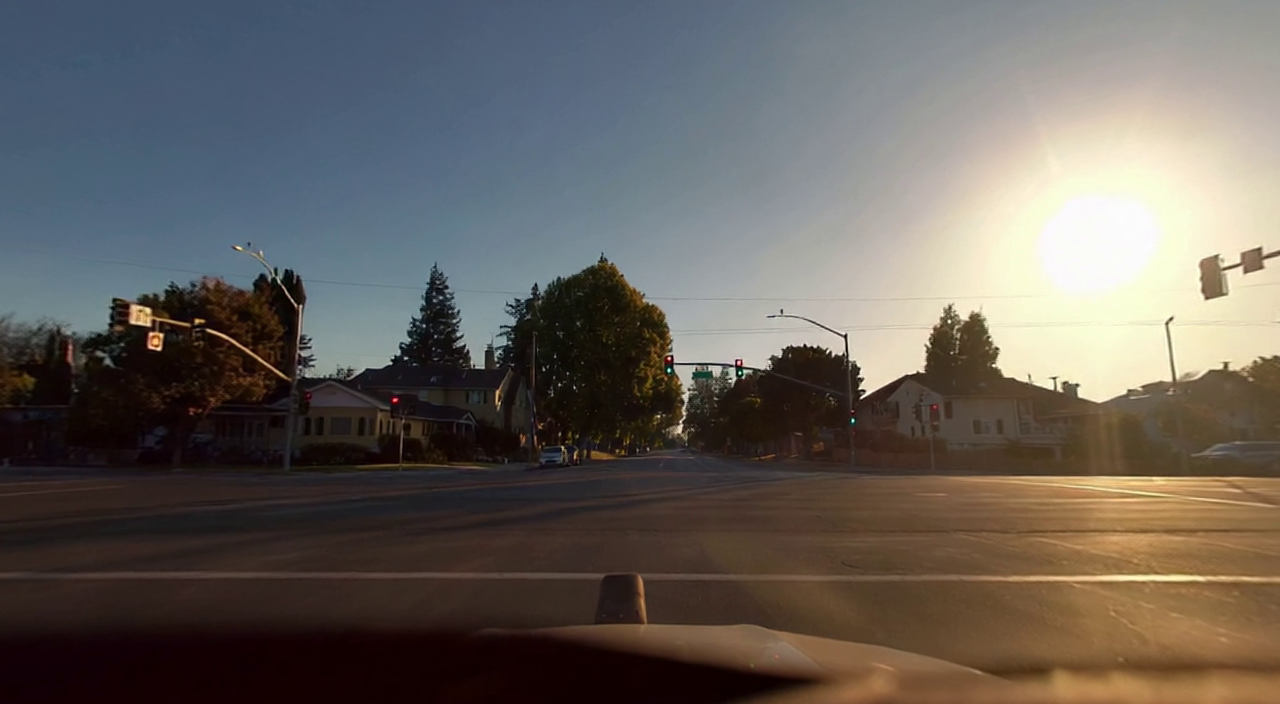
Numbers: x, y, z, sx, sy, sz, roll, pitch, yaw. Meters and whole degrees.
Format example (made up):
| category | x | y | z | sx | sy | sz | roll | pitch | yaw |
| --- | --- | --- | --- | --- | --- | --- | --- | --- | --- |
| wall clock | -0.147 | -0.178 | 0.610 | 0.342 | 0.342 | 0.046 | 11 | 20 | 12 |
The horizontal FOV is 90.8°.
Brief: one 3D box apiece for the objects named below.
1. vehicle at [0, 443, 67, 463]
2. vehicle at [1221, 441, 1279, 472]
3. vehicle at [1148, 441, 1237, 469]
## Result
| category | x | y | z | sx | sy | sz | roll | pitch | yaw |
| --- | --- | --- | --- | --- | --- | --- | --- | --- | --- |
| vehicle | -44.289 | 7.286 | 45.714 | 3.949 | 1.422 | 1.744 | 0 | -9 | 2 |
| vehicle | 37.583 | 6.143 | 37.268 | 1.915 | 1.773 | 4.499 | 1 | -9 | -9 |
| vehicle | 36.778 | 6.854 | 42.245 | 1.853 | 1.723 | 4.460 | 0 | -9 | 0 |
